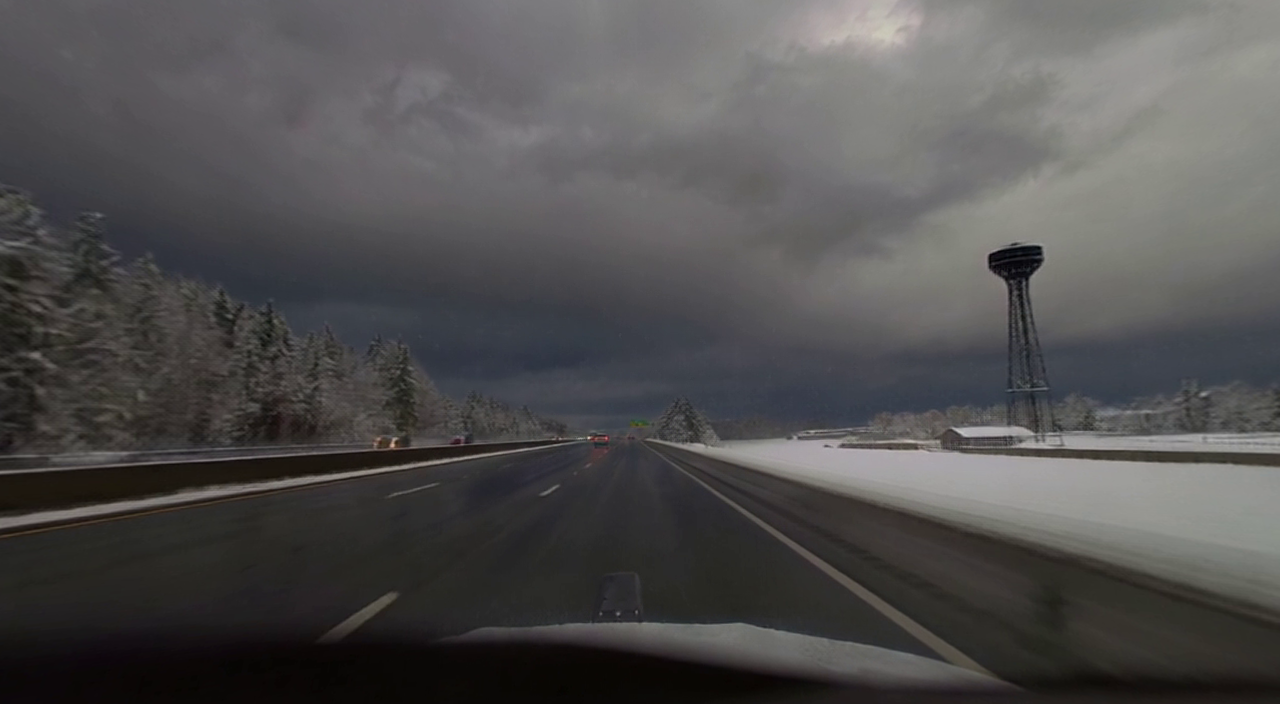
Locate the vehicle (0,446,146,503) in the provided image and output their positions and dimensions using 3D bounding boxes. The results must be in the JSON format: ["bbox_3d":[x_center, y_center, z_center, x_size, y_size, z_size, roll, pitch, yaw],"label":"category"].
[{"bbox_3d":[-17.702,3.668,19.352,1.807,1.489,3.962,0,-8,-1],"label":"vehicle"}]
